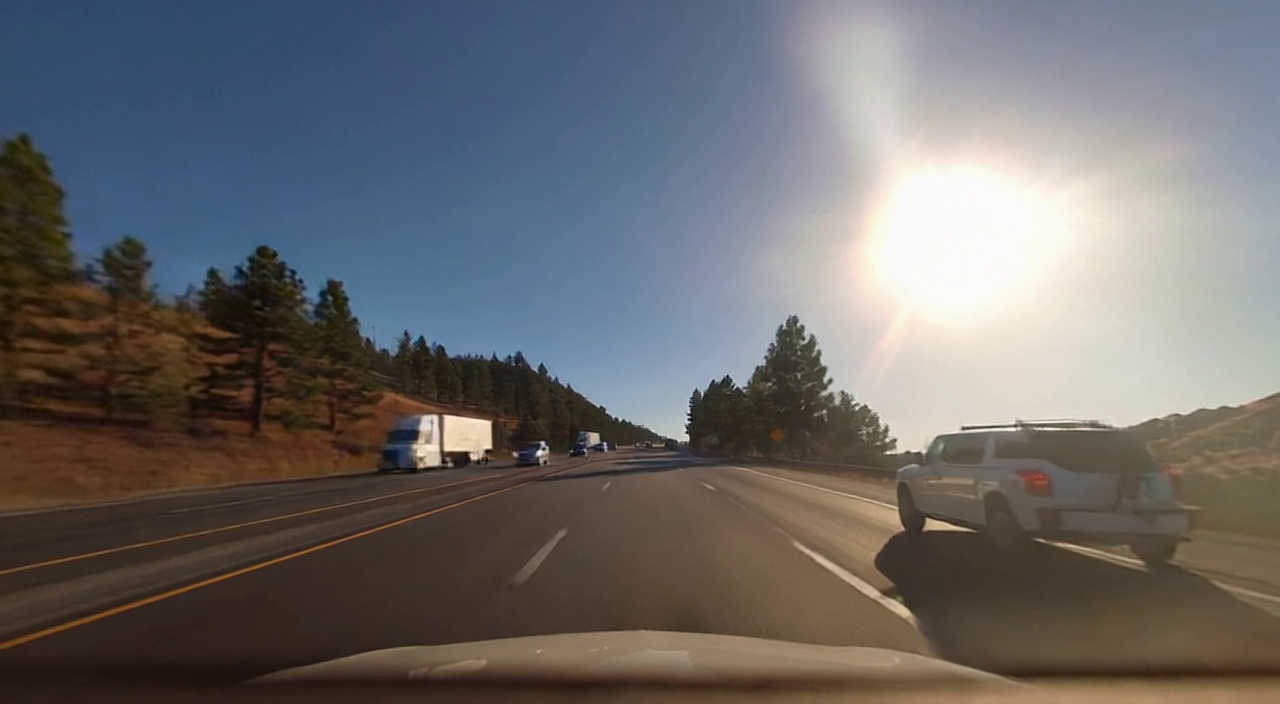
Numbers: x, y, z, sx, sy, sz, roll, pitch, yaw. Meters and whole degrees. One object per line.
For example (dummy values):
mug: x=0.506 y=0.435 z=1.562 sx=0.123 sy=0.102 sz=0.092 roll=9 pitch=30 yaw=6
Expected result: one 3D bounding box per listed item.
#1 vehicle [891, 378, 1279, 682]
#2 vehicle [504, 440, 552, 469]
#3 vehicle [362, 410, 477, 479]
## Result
vehicle: x=4.467 y=1.346 z=6.048 sx=2.098 sy=1.703 sz=4.862 roll=0 pitch=-8 yaw=0
vehicle: x=-8.081 y=7.438 z=46.051 sx=2.289 sy=1.906 sz=5.766 roll=0 pitch=-8 yaw=2
vehicle: x=-12.705 y=5.519 z=37.594 sx=3.087 sy=3.512 sz=9.874 roll=0 pitch=-8 yaw=1
